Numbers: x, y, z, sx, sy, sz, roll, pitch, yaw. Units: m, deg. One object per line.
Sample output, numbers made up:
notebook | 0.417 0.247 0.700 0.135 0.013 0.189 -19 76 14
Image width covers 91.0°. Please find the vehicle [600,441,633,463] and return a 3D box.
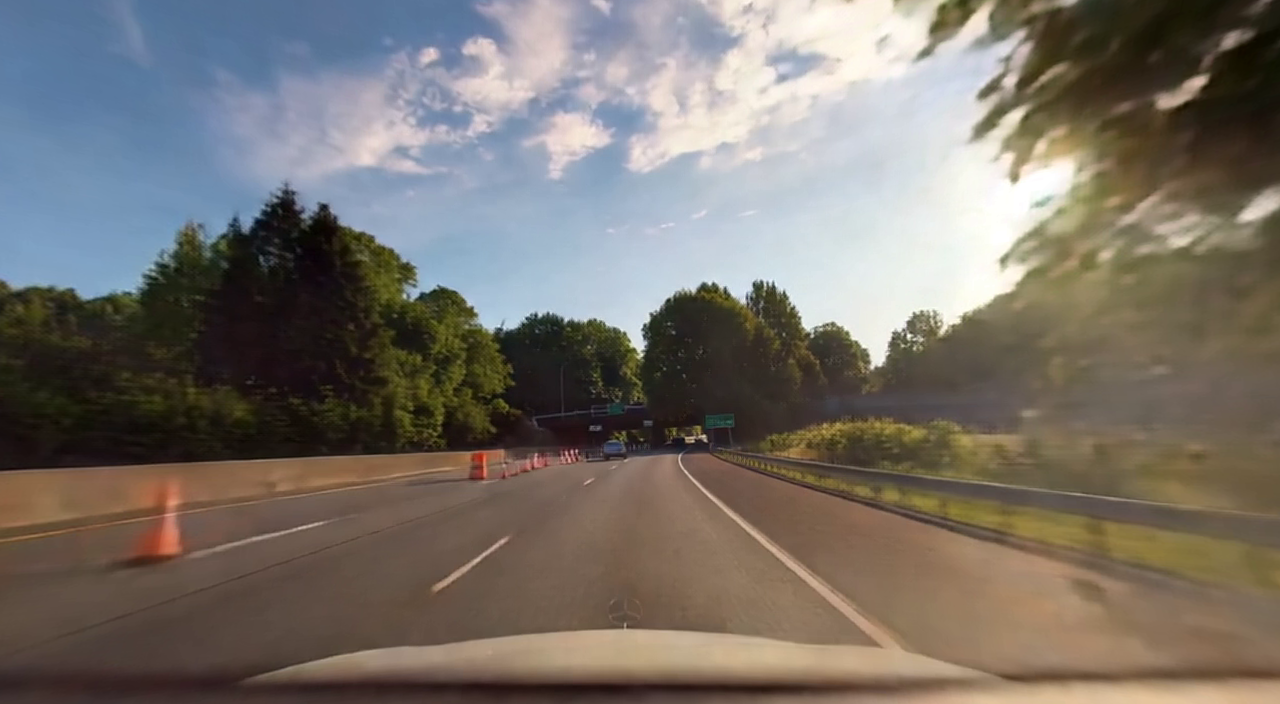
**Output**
vehicle | -1.652 7.232 45.848 2.118 1.475 4.263 0 -8 1
